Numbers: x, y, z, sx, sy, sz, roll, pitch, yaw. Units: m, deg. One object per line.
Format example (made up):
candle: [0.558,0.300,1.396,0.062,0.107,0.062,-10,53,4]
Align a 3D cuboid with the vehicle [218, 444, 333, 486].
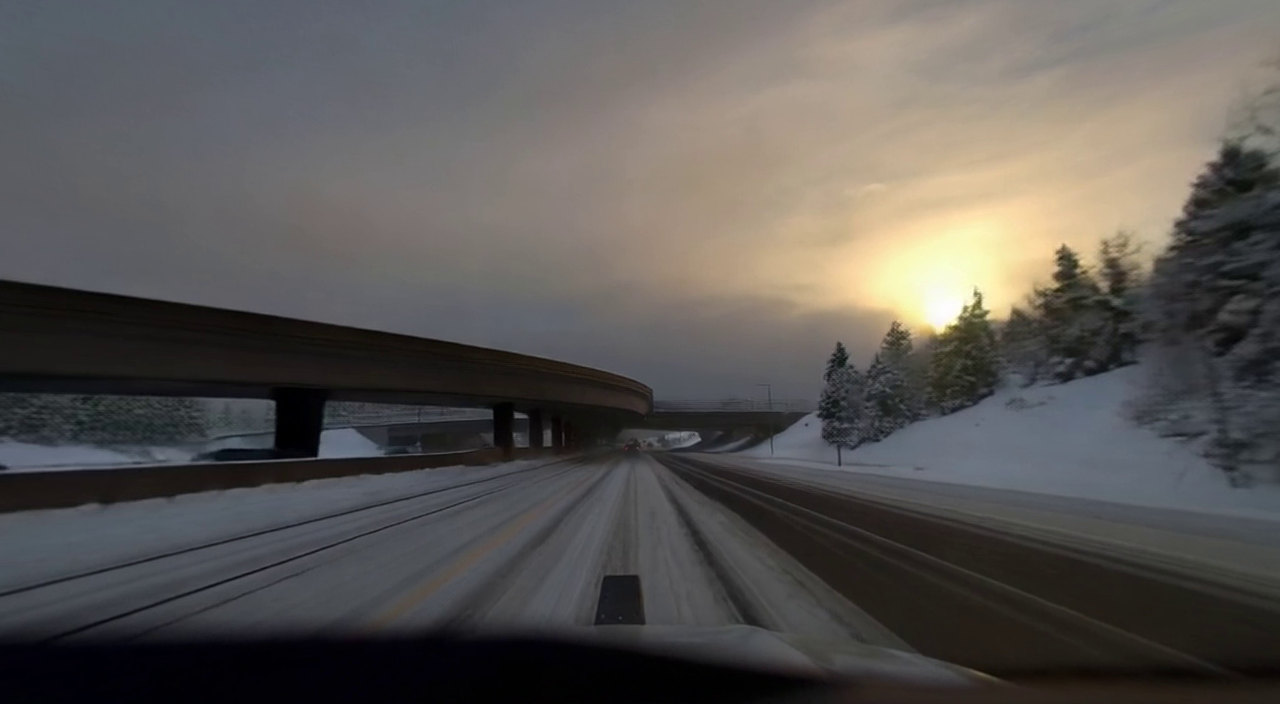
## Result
vehicle: [-14.139,4.380,24.849,1.916,1.470,4.449,0,-9,-1]
